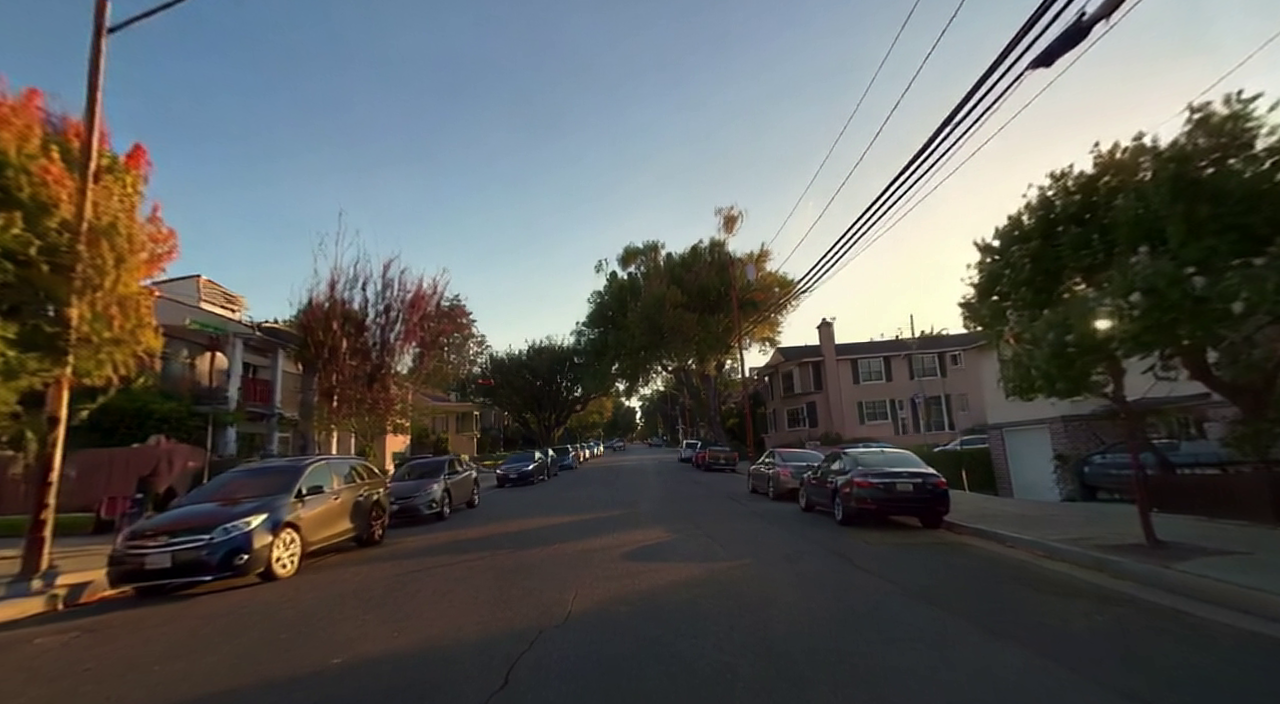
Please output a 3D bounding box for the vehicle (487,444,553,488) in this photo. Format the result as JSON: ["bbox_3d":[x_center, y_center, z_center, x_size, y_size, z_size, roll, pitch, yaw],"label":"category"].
[{"bbox_3d":[-5.118,4.917,27.628,2.032,1.716,4.382,0,-8,0],"label":"vehicle"}]

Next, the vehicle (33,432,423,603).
[{"bbox_3d":[-5.188,2.100,9.168,2.360,1.772,4.907,0,-8,-1],"label":"vehicle"}]

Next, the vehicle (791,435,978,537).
[{"bbox_3d":[4.377,2.426,12.150,1.864,1.592,4.221,0,-8,0],"label":"vehicle"}]

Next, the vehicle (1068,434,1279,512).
[{"bbox_3d":[12.648,2.716,14.455,4.285,1.641,1.832,0,-8,0],"label":"vehicle"}]

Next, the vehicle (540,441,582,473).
[{"bbox_3d":[-5.320,7.184,43.561,2.184,1.958,5.757,-1,-8,0],"label":"vehicle"}]

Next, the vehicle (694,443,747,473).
[{"bbox_3d":[4.255,5.700,34.221,2.174,1.504,4.809,0,-8,0],"label":"vehicle"}]
